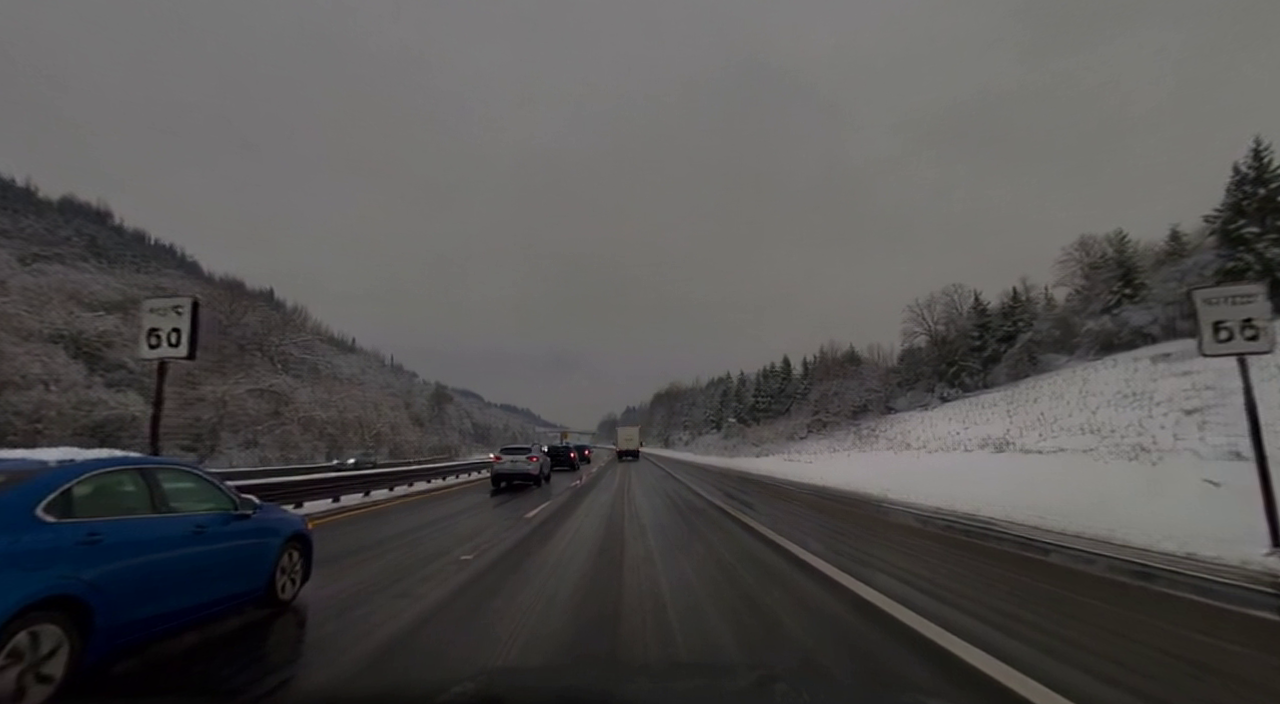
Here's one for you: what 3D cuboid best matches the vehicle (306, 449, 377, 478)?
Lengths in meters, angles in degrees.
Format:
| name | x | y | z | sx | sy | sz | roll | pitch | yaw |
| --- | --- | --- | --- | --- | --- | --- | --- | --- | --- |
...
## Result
| name | x | y | z | sx | sy | sz | roll | pitch | yaw |
| --- | --- | --- | --- | --- | --- | --- | --- | --- | --- |
| vehicle | -16.828 | 6.277 | 35.838 | 1.877 | 1.492 | 4.346 | 0 | -9 | 0 |

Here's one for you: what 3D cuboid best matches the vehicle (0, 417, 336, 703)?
| name | x | y | z | sx | sy | sz | roll | pitch | yaw |
| --- | --- | --- | --- | --- | --- | --- | --- | --- | --- |
| vehicle | -3.826 | 1.143 | 3.573 | 1.988 | 1.440 | 4.504 | 0 | -9 | -1 |

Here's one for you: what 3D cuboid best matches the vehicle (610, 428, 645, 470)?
| name | x | y | z | sx | sy | sz | roll | pitch | yaw |
| --- | --- | --- | --- | --- | --- | --- | --- | --- | --- |
| vehicle | -0.783 | 6.571 | 42.899 | 2.227 | 2.611 | 5.900 | 0 | -9 | 0 |

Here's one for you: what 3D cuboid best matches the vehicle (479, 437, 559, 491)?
| name | x | y | z | sx | sy | sz | roll | pitch | yaw |
| --- | --- | --- | --- | --- | --- | --- | --- | --- | --- |
| vehicle | -4.171 | 3.944 | 22.523 | 2.073 | 1.694 | 4.162 | 0 | -9 | -1 |

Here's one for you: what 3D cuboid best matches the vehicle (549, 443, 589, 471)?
| name | x | y | z | sx | sy | sz | roll | pitch | yaw |
| --- | --- | --- | --- | --- | --- | --- | --- | --- | --- |
| vehicle | -4.314 | 6.465 | 38.878 | 2.044 | 1.624 | 4.032 | 0 | -9 | 0 |
